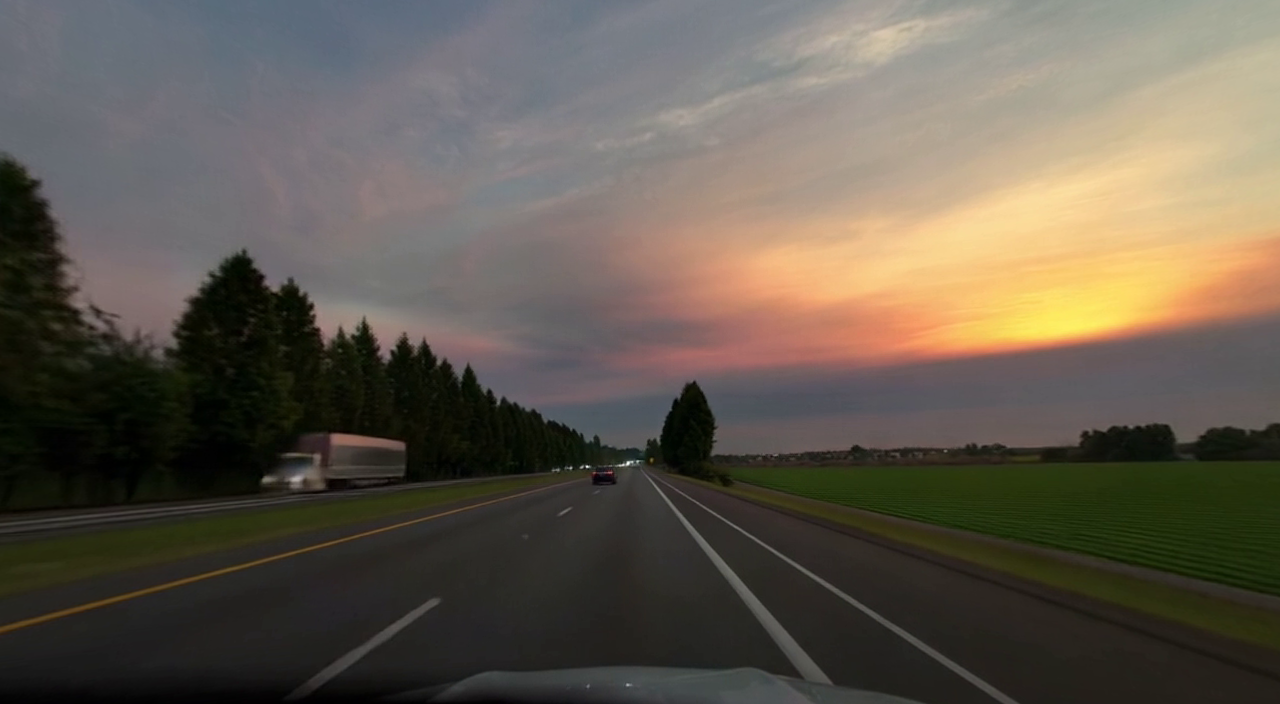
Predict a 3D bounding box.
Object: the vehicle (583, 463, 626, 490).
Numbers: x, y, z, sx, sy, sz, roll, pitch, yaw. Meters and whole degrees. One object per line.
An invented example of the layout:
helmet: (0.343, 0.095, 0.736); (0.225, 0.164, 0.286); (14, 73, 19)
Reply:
vehicle: (-1.993, 7.304, 37.012); (2.183, 1.435, 4.653); (0, -10, 0)

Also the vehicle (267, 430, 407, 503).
vehicle: (-17.051, 6.658, 36.650); (2.931, 3.579, 10.281); (1, -10, 0)
